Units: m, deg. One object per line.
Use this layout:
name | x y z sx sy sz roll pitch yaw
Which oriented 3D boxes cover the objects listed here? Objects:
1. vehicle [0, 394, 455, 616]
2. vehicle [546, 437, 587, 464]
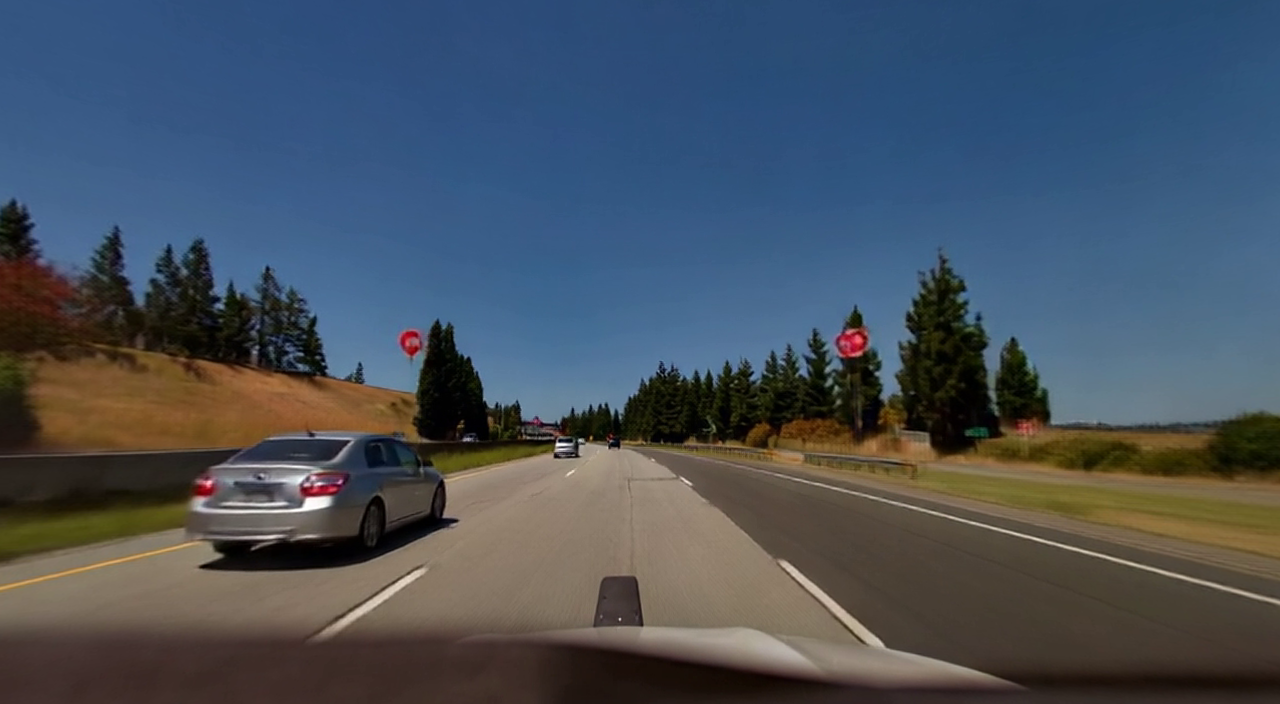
vehicle | -3.767 1.429 7.010 2.047 1.612 4.631 0 -8 0
vehicle | -3.997 5.394 34.917 1.874 1.369 3.875 0 -8 -1
